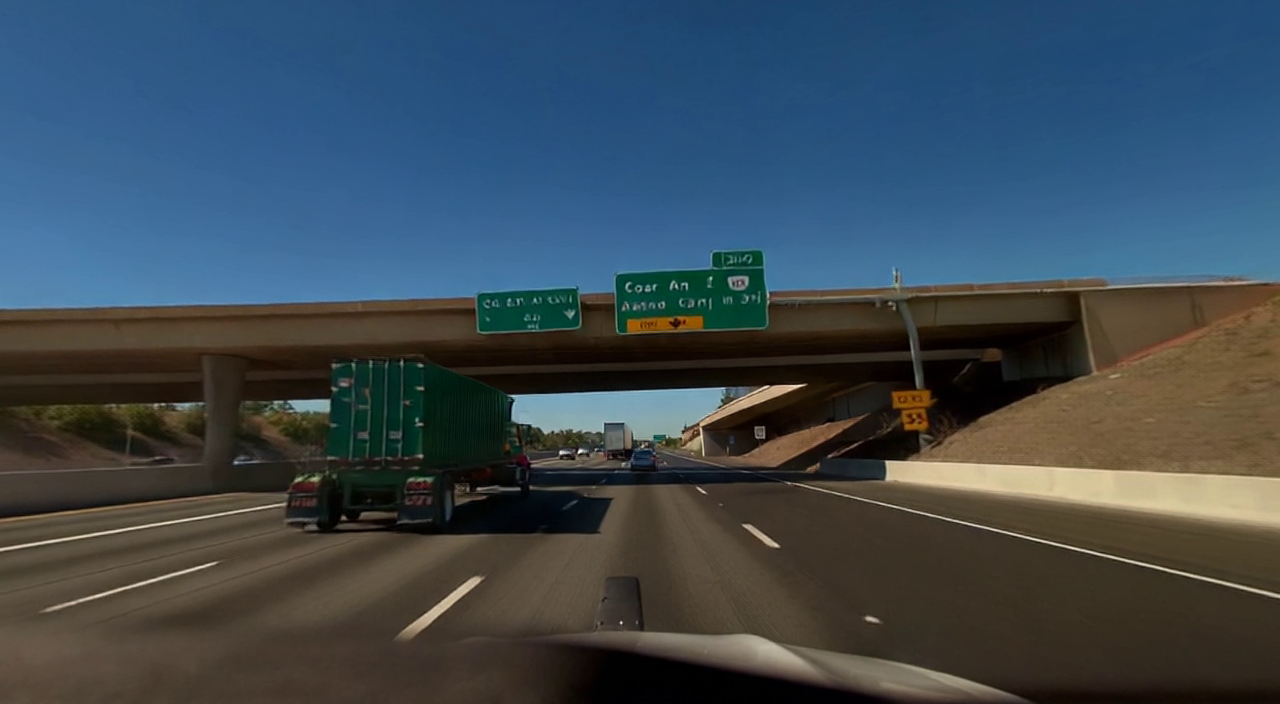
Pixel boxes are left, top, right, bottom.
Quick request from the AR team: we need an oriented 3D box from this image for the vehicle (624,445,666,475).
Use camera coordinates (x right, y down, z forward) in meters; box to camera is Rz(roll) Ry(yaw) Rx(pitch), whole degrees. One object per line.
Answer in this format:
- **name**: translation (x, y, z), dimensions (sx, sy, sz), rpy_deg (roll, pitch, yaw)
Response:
- **vehicle**: translation (0.224, 5.710, 33.478), dimensions (2.066, 1.469, 4.050), rpy_deg (0, -9, -1)

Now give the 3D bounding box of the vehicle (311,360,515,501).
- **vehicle**: translation (-7.217, 2.942, 22.630), dimensions (3.067, 3.804, 11.136), rpy_deg (0, -9, 1)

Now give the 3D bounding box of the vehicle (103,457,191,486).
- **vehicle**: translation (-31.201, 7.557, 40.044), dimensions (1.878, 1.613, 4.488), rpy_deg (-1, -9, 2)
